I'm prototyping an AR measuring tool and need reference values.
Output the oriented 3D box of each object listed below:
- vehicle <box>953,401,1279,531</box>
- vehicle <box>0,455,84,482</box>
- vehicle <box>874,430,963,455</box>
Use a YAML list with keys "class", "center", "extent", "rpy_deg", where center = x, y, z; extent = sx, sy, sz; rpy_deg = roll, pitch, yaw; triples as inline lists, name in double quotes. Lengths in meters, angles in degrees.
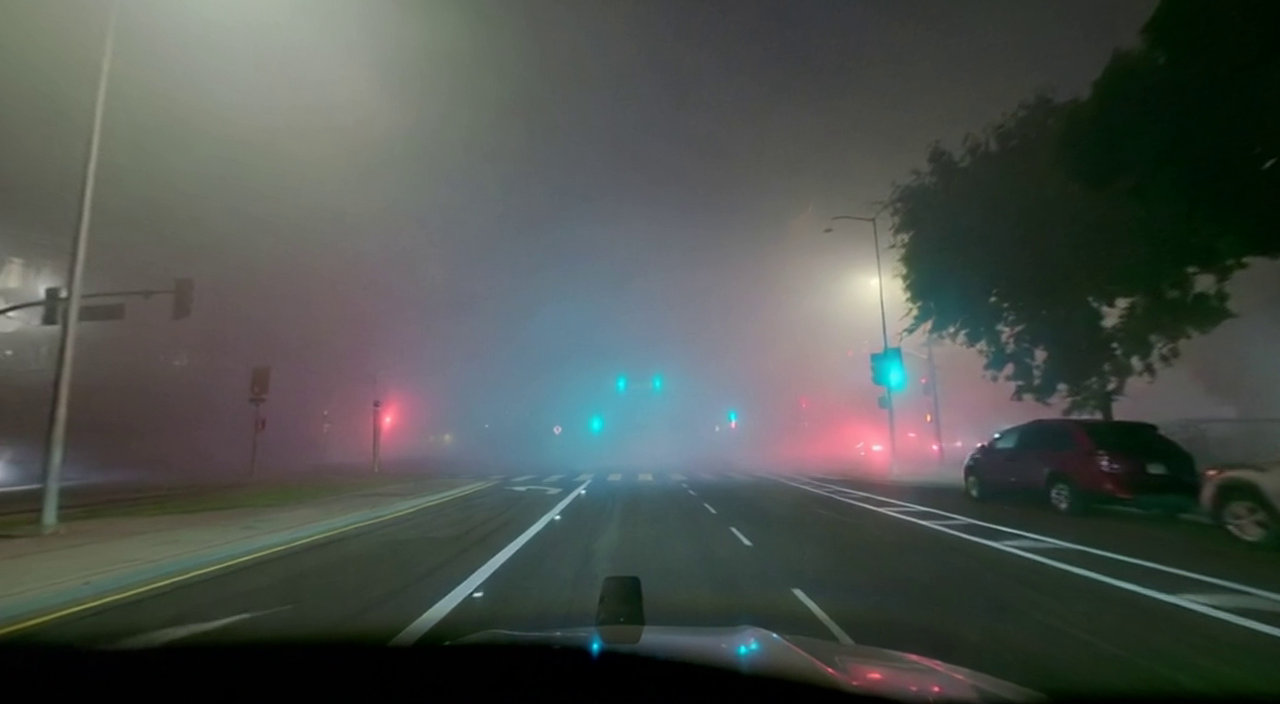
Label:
- class: "vehicle"
  center: [8.078, 1.982, 11.499]
  extent: [2.100, 1.828, 4.879]
  rpy_deg: [0, -9, -2]
- class: "vehicle"
  center: [-35.384, 6.685, 36.457]
  extent: [4.721, 1.464, 1.868]
  rpy_deg: [0, -9, -2]
- class: "vehicle"
  center: [18.099, 5.905, 41.195]
  extent: [4.916, 1.504, 1.846]
  rpy_deg: [0, -9, -1]
